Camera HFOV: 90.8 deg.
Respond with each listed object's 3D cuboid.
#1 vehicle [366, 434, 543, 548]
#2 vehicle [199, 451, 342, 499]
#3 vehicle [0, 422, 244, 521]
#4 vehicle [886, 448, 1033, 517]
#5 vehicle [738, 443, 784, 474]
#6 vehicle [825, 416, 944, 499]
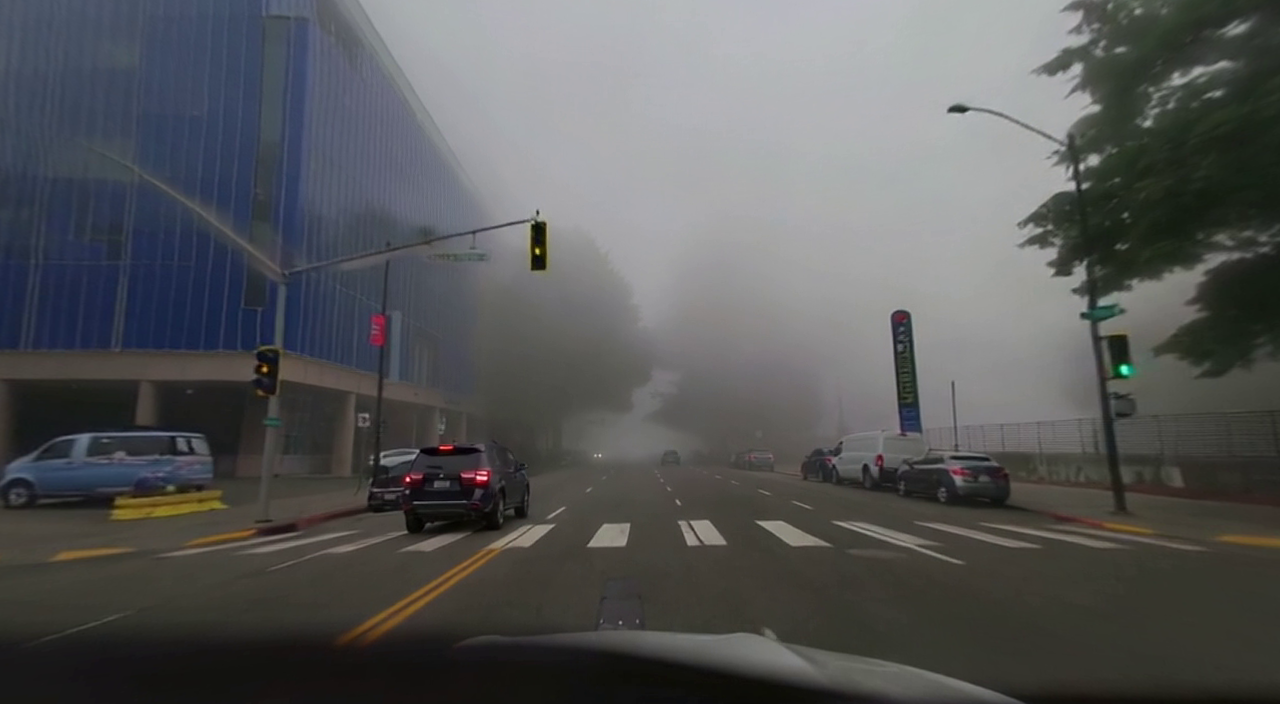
[{"bbox_3d":[-3.256,2.507,12.151,2.002,1.756,4.366,0,-8,1],"label":"vehicle"},{"bbox_3d":[-13.685,4.559,23.594,4.033,1.533,1.895,2,-9,0],"label":"vehicle"},{"bbox_3d":[-13.595,2.992,16.184,5.188,2.293,2.381,0,-8,-1],"label":"vehicle"},{"bbox_3d":[8.808,3.573,17.910,1.854,1.663,4.300,0,-8,0],"label":"vehicle"},{"bbox_3d":[8.986,7.912,47.283,2.249,2.117,5.743,0,-8,0],"label":"vehicle"},{"bbox_3d":[9.055,3.969,24.167,2.285,2.778,5.847,0,-8,2],"label":"vehicle"}]
